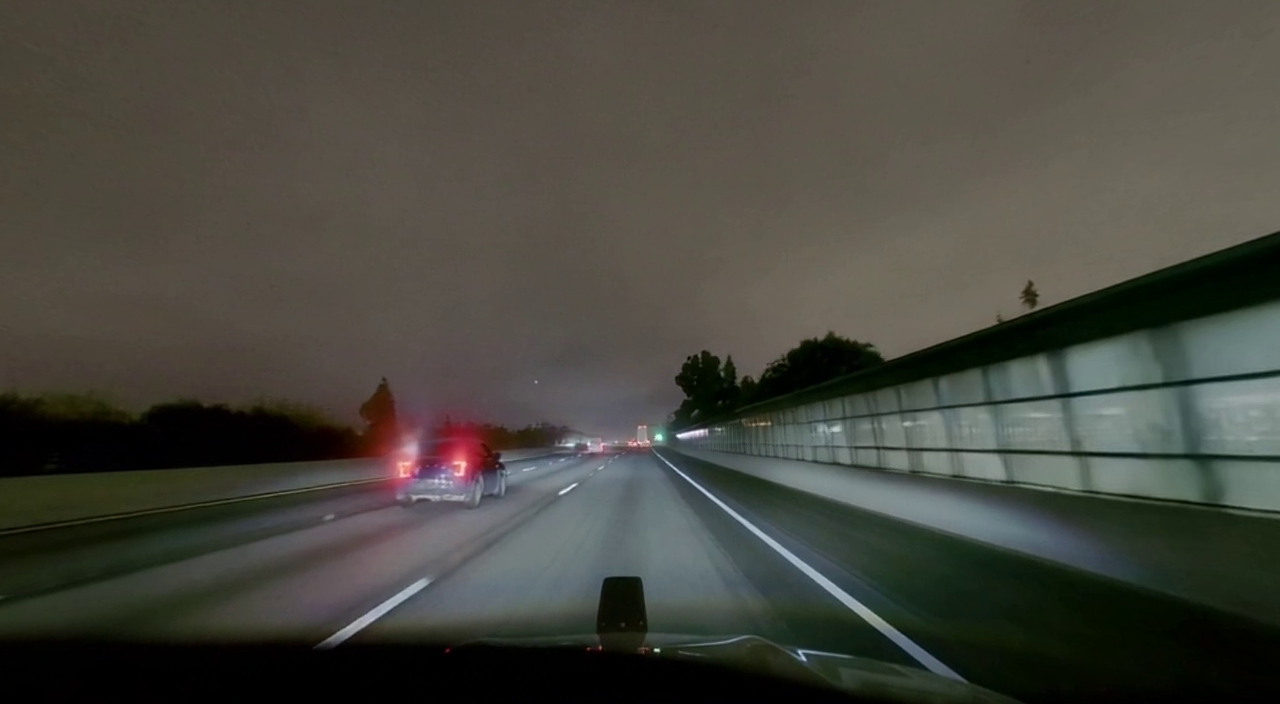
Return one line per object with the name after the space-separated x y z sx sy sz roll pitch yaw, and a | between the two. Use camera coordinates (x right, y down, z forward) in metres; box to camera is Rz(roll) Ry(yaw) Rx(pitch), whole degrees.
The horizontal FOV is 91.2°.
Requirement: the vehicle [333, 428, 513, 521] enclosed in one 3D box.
-4.055 2.360 12.644 2.059 1.541 4.296 0 -8 0 | vehicle
